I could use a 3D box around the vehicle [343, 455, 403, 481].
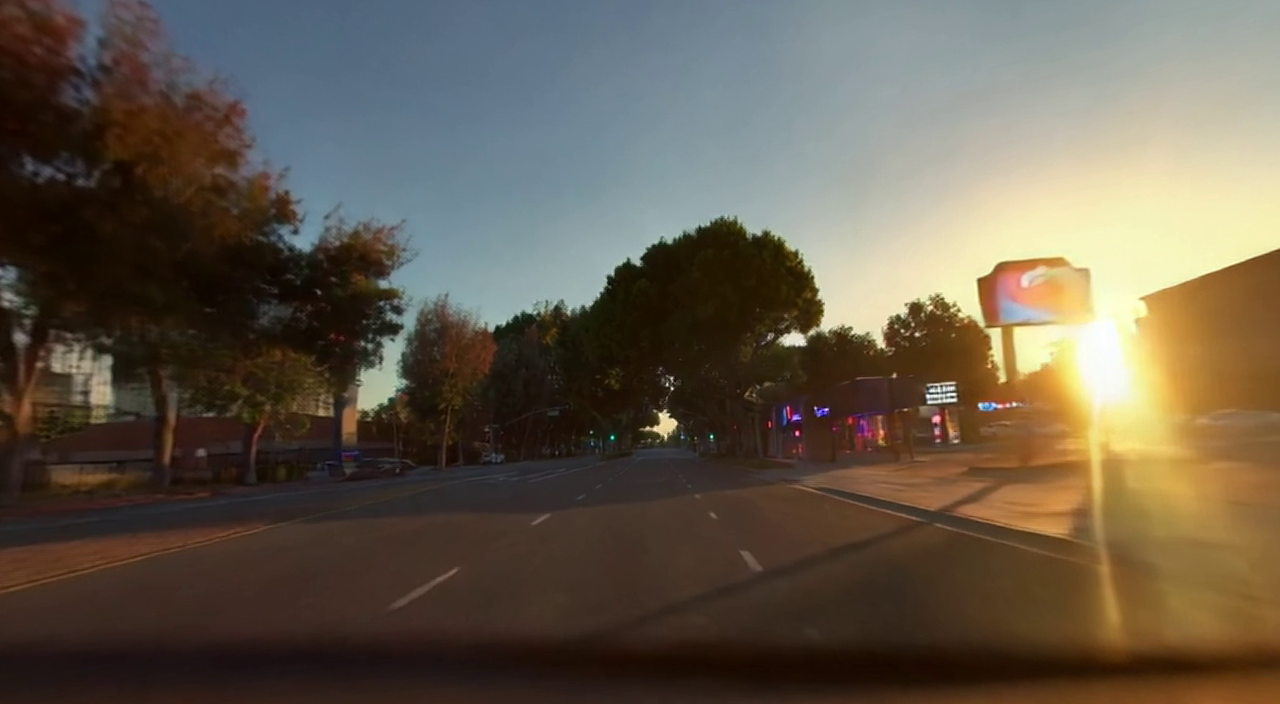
[{"bbox_3d":[-17.511,7.589,41.483,1.938,1.465,4.744,-2,-8,0],"label":"vehicle"}]
